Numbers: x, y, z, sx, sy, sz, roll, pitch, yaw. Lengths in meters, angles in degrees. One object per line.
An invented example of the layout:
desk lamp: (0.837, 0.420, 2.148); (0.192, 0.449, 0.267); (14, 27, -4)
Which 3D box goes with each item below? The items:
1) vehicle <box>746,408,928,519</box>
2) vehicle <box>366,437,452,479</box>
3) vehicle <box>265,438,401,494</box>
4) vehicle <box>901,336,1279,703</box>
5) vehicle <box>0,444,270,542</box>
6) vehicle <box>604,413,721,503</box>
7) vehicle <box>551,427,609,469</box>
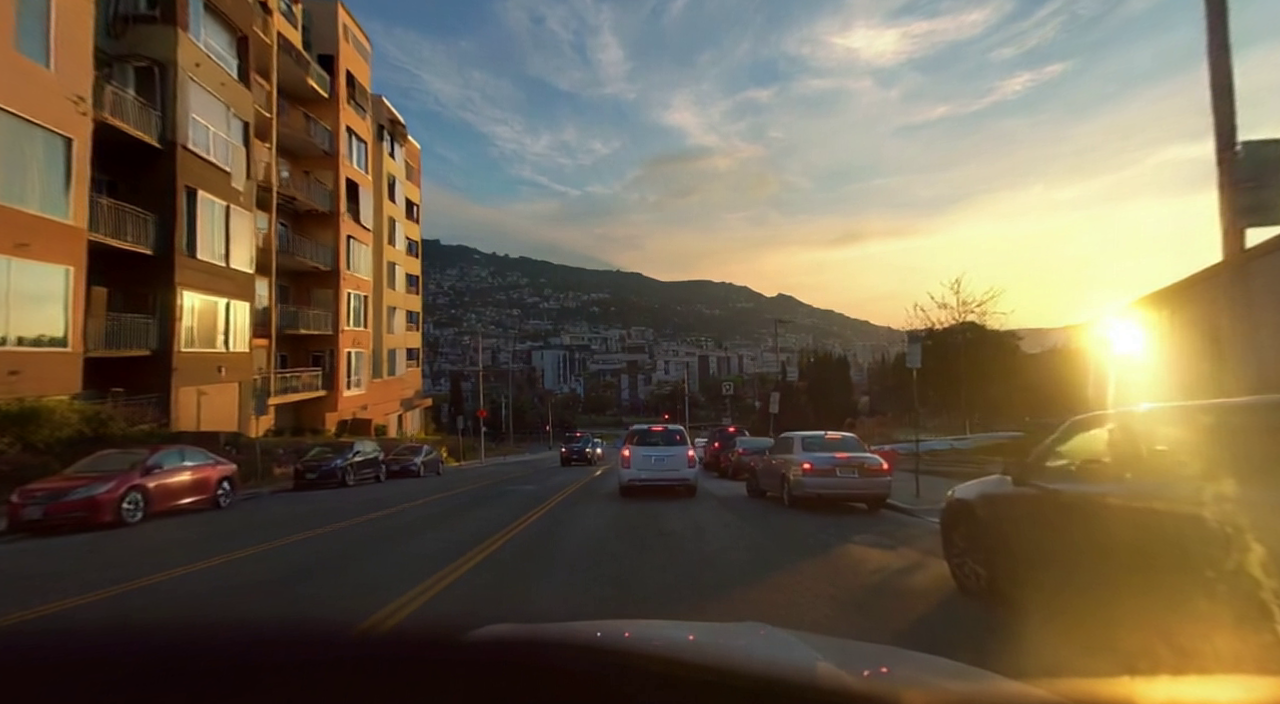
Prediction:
vehicle: (3.654, 2.181, 12.801); (2.158, 1.828, 4.573); (0, -8, 0)
vehicle: (-9.289, 4.282, 25.745); (1.955, 1.555, 4.424); (0, -8, -2)
vehicle: (-9.391, 3.492, 19.761); (2.002, 1.546, 4.339); (0, -8, 1)
vehicle: (3.635, 0.977, 3.758); (2.076, 1.722, 4.721); (0, -8, -1)
vehicle: (-9.265, 2.490, 11.885); (2.021, 1.474, 4.337); (0, -8, -2)
vehicle: (0.463, 2.368, 14.371); (2.261, 1.740, 4.065); (0, -8, 1)
vehicle: (-2.663, 4.393, 28.897); (2.219, 1.746, 4.197); (0, -8, 0)
